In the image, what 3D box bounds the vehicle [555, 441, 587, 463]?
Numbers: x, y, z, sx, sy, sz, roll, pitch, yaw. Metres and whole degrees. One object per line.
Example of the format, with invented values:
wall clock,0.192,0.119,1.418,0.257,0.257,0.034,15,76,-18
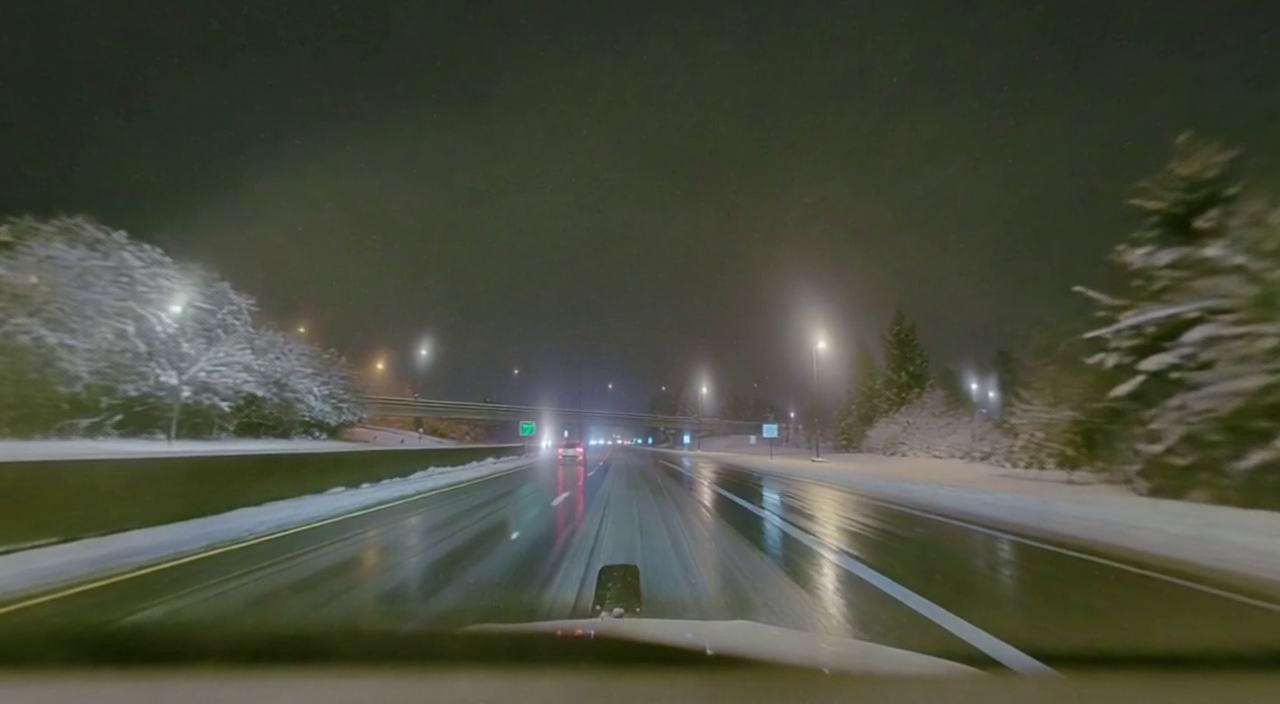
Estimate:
vehicle,-5.066,7.432,46.638,2.008,1.521,4.129,0,-9,-1
